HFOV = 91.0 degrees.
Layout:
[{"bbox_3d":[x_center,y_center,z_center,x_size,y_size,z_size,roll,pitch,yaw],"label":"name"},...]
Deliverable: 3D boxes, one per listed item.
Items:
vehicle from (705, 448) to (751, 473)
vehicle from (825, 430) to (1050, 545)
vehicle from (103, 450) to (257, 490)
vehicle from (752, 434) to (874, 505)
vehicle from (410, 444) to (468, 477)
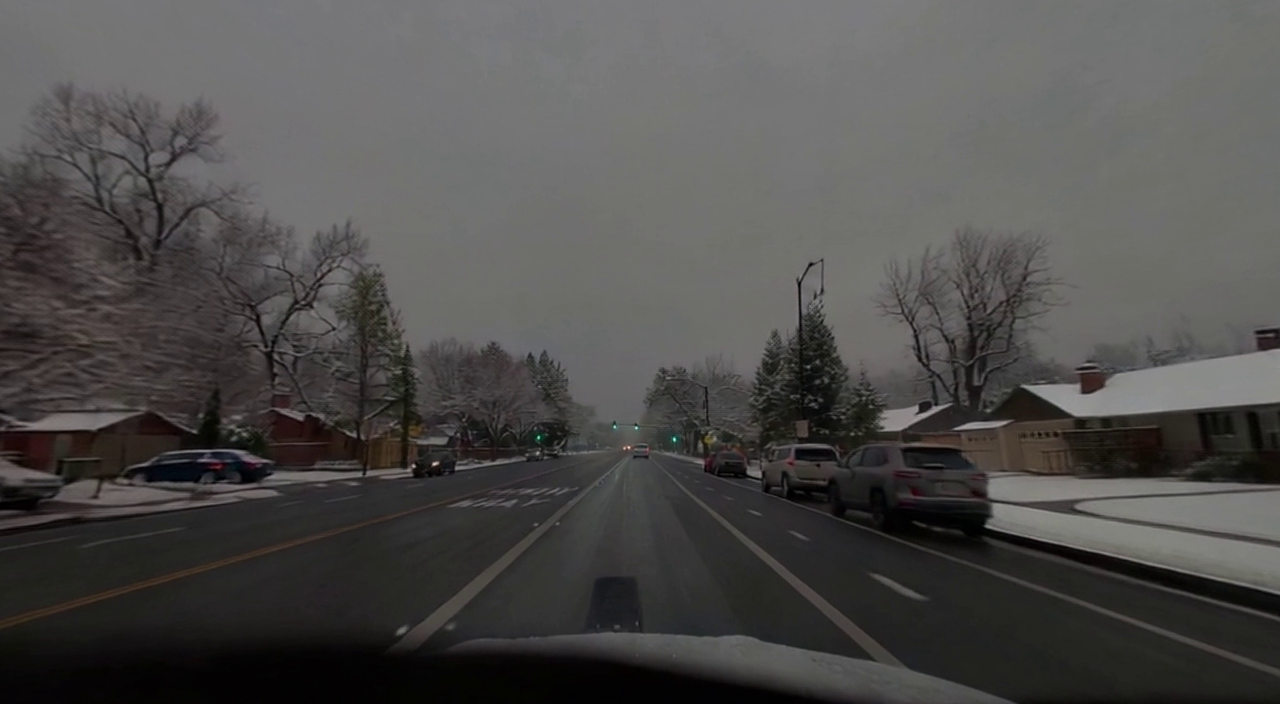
[{"bbox_3d":[5.343,6.657,38.895,2.002,1.461,4.673,1,-9,-2],"label":"vehicle"},{"bbox_3d":[5.366,2.484,12.235,2.164,1.729,4.488,2,-9,-1],"label":"vehicle"},{"bbox_3d":[-17.645,4.523,24.317,4.349,1.457,1.997,0,-9,0],"label":"vehicle"},{"bbox_3d":[5.198,3.592,19.699,2.171,1.798,5.040,3,-9,-3],"label":"vehicle"},{"bbox_3d":[-11.879,6.461,37.527,2.061,1.760,4.569,-1,-10,-1],"label":"vehicle"}]
